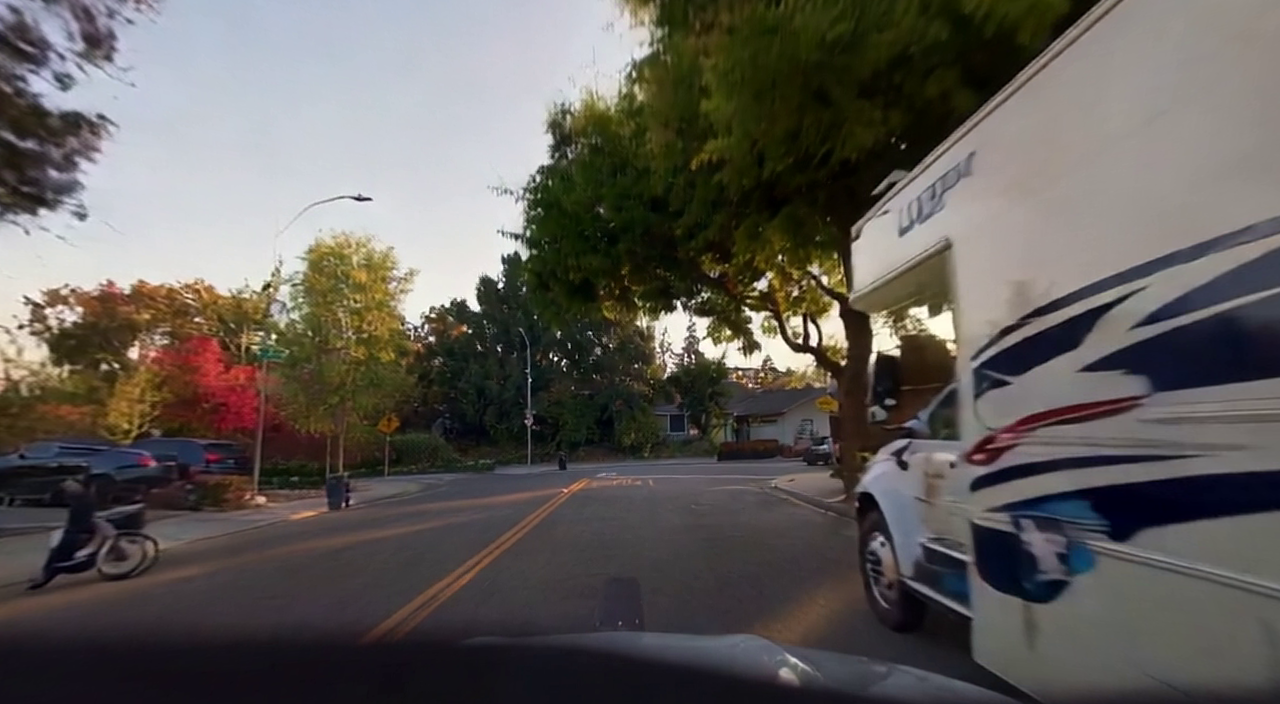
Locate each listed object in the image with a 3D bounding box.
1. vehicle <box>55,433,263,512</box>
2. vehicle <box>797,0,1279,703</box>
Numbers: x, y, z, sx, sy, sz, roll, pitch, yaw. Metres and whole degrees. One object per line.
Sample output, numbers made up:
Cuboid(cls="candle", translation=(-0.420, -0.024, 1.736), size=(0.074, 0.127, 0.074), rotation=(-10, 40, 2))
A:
Cuboid(cls="vehicle", translation=(-12.933, 3.225, 17.464), size=(2.111, 1.856, 4.803), rotation=(0, -8, -3))
Cuboid(cls="vehicle", translation=(3.090, 0.000, 1.722), size=(2.915, 3.243, 8.972), rotation=(0, -8, 0))
